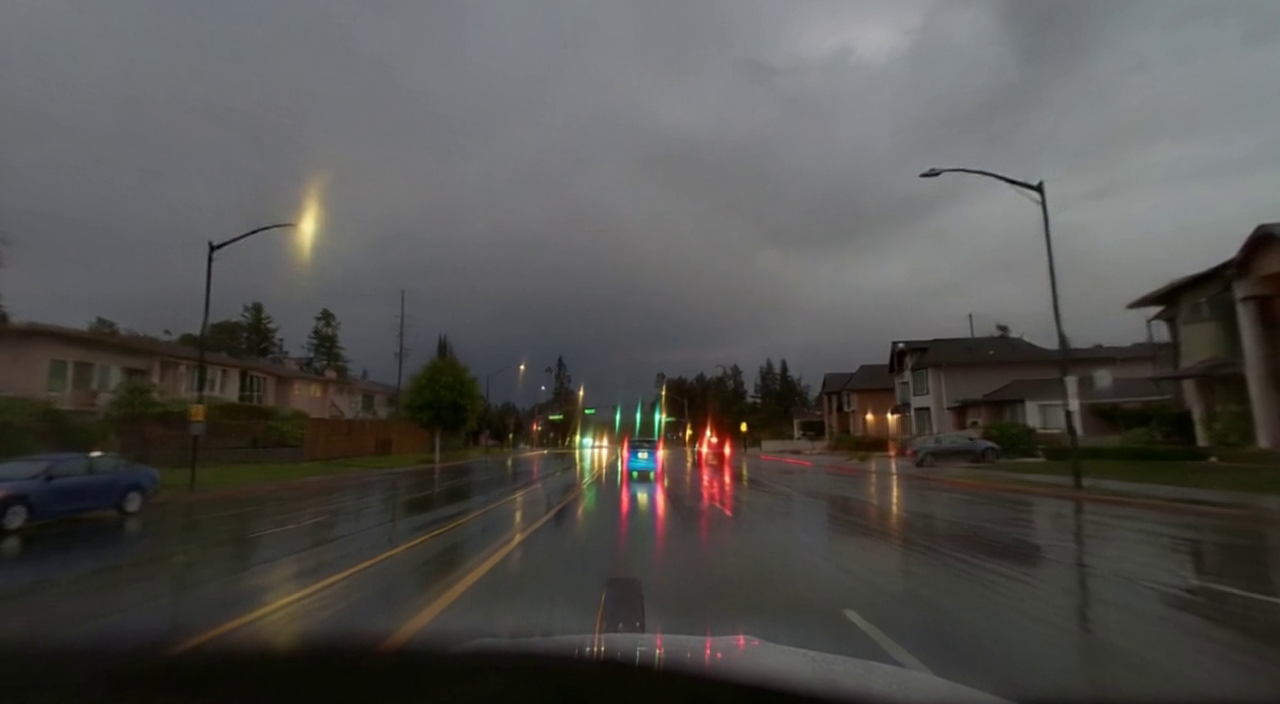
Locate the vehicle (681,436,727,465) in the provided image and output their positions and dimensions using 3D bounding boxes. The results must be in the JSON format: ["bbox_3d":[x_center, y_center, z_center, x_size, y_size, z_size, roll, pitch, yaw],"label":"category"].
[{"bbox_3d":[3.520,5.551,35.804,2.161,1.519,4.568,0,-9,0],"label":"vehicle"}]

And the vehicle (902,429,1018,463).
[{"bbox_3d":[15.207,4.497,30.167,4.456,1.520,1.911,0,-9,-2],"label":"vehicle"}]

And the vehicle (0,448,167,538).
[{"bbox_3d":[-14.241,3.158,14.680,2.078,1.833,5.666,0,-9,0],"label":"vehicle"}]

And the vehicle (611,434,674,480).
[{"bbox_3d":[0.054,3.765,22.869,2.093,1.497,4.010,0,-9,-1],"label":"vehicle"}]
